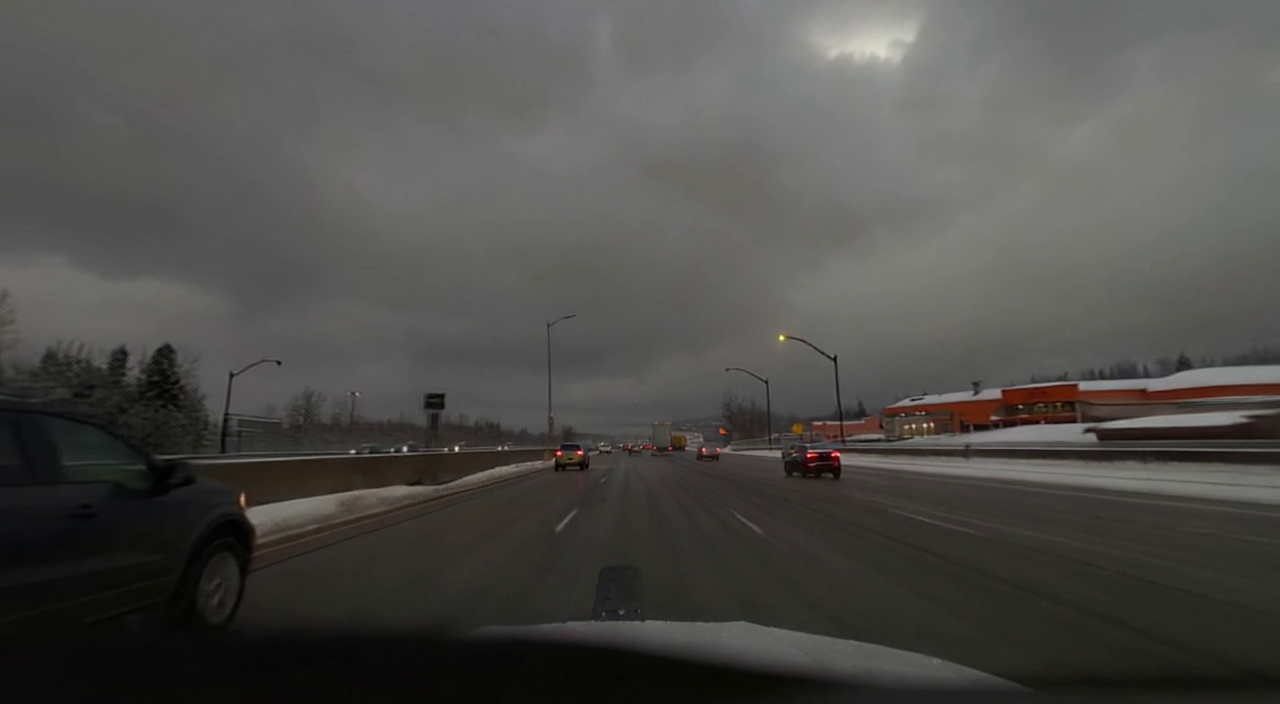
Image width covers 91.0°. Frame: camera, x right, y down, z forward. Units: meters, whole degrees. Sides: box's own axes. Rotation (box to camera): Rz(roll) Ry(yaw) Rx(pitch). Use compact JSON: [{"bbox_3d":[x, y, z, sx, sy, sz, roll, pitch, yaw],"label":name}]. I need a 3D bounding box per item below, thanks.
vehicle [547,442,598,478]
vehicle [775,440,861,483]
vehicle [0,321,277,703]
[{"bbox_3d":[-3.032,4.935,29.106,1.929,1.521,4.097,0,-9,0],"label":"vehicle"},{"bbox_3d":[6.837,4.241,24.679,1.980,1.501,4.433,0,-9,-1],"label":"vehicle"},{"bbox_3d":[-3.694,0.710,2.128,2.130,1.799,4.583,0,-9,1],"label":"vehicle"}]
